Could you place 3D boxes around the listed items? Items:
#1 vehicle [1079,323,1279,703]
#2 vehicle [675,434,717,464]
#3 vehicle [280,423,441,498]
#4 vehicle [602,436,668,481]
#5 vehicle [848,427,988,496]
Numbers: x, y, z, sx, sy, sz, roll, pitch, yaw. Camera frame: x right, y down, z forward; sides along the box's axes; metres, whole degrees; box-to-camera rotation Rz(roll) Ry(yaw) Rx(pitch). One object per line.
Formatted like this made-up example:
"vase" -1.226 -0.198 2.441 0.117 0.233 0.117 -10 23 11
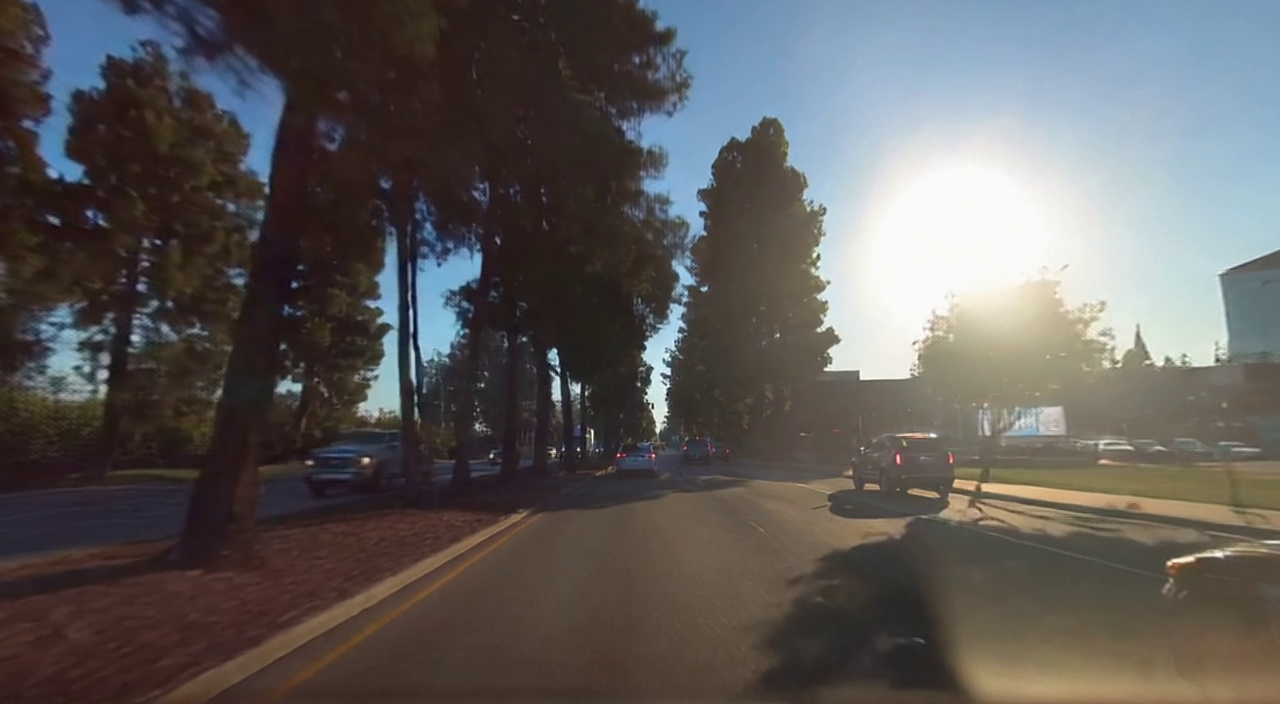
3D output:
"vehicle" 3.516 0.600 1.206 2.090 1.763 4.560 0 -8 1
"vehicle" 4.179 7.400 47.900 2.716 2.131 5.766 0 -8 1
"vehicle" -8.189 3.247 19.189 2.262 1.920 5.604 0 -8 1
"vehicle" -0.138 4.038 24.062 2.315 1.563 4.080 0 -8 1
"vehicle" 7.912 3.148 18.418 2.090 1.768 4.407 0 -8 1
